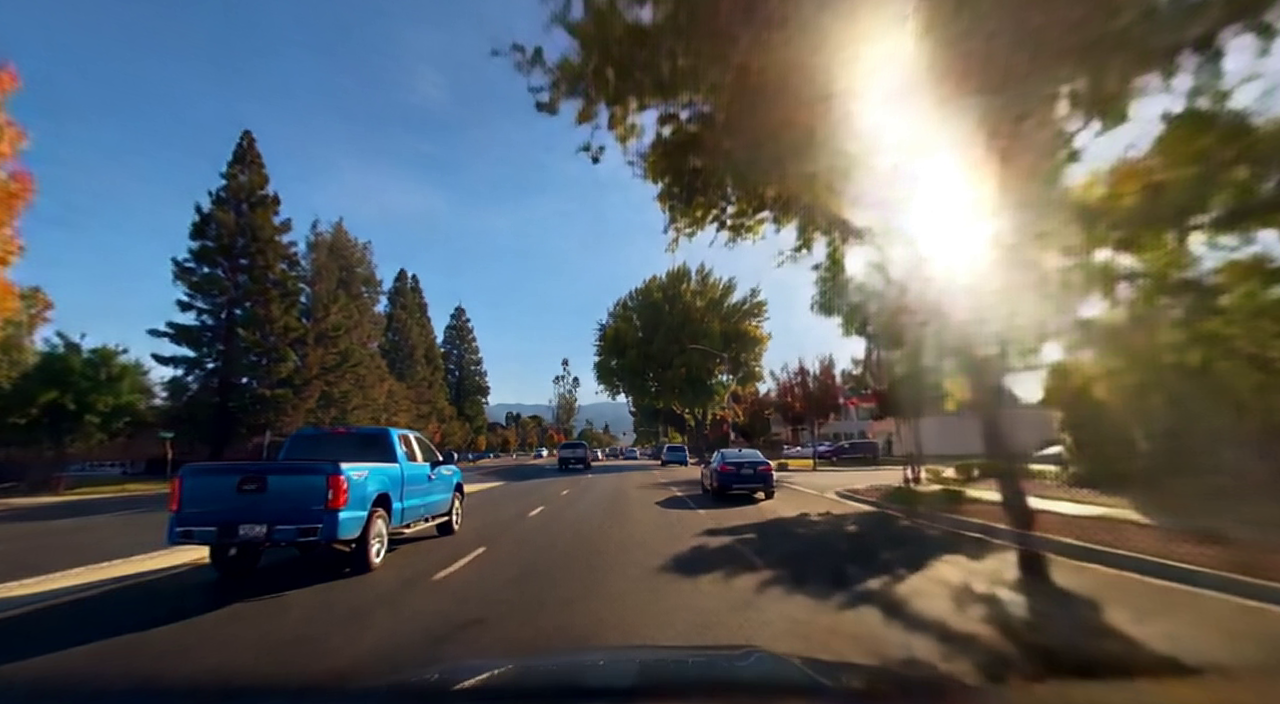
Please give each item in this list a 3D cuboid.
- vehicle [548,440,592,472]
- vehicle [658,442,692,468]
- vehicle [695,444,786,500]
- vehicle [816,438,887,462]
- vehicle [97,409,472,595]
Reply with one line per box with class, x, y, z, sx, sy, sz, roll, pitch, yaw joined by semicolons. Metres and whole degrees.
vehicle;-4.303;6.463;39.501;2.218;1.829;4.492;0;-8;0
vehicle;2.597;7.806;48.205;2.099;1.845;4.363;0;-8;-3
vehicle;2.850;3.502;18.907;1.884;1.463;4.195;0;-8;-2
vehicle;16.524;7.675;49.636;1.991;1.806;4.902;7;-11;-40
vehicle;-4.086;1.812;8.703;2.111;1.745;5.274;0;-8;0
